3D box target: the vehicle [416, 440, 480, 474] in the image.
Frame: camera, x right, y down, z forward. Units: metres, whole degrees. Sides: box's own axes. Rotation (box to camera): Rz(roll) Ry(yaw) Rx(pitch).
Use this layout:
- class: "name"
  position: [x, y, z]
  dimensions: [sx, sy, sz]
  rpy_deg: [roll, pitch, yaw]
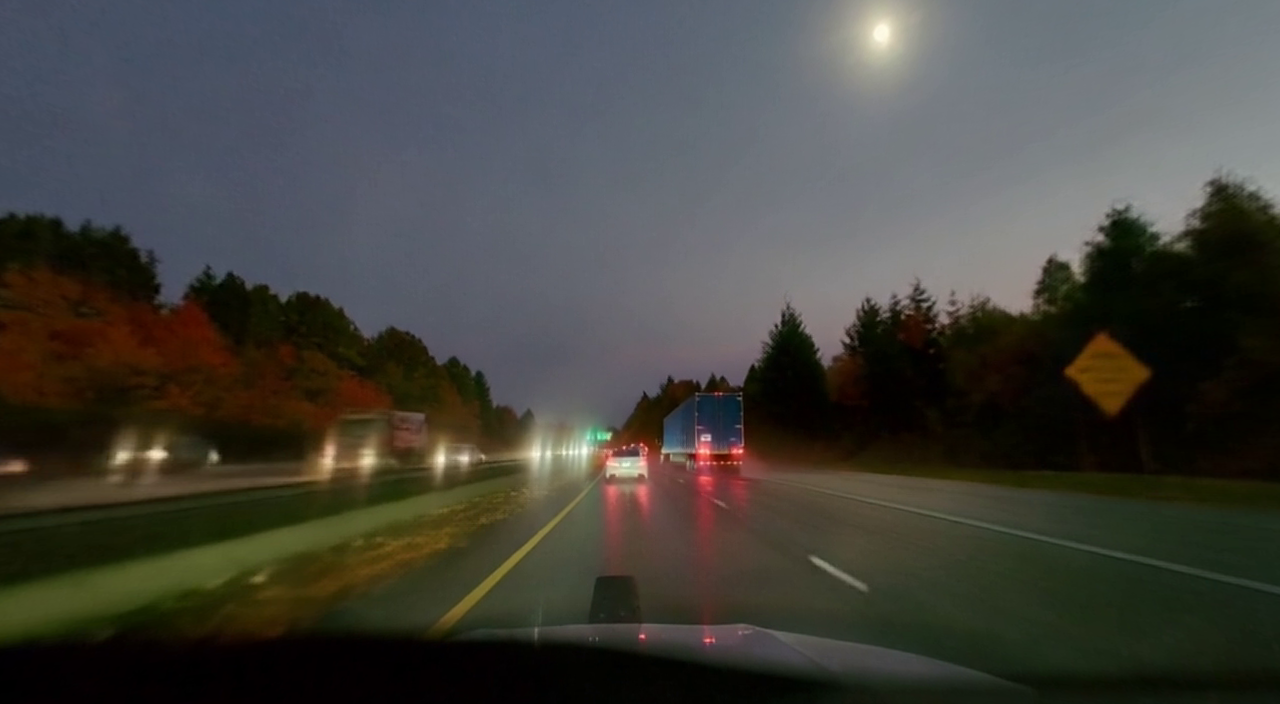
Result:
- class: "vehicle"
  position: [-9.453, 5.221, 31.271]
  dimensions: [1.878, 1.518, 4.377]
  rpy_deg: [0, -9, -1]

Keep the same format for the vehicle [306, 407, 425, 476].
- class: "vehicle"
  position: [-13.321, 4.494, 31.237]
  dimensions: [2.680, 2.986, 7.285]
  rpy_deg: [0, -9, -1]

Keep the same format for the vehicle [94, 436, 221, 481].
- class: "vehicle"
  position: [-19.238, 4.255, 25.269]
  dimensions: [1.917, 1.611, 4.188]
  rpy_deg: [0, -9, -3]

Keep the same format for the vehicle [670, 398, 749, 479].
- class: "vehicle"
  position: [3.811, 5.462, 38.542]
  dimensions: [2.900, 4.013, 14.455]
  rpy_deg: [0, -9, -1]

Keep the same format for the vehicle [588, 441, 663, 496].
- class: "vehicle"
  position: [-0.458, 3.597, 19.689]
  dimensions: [2.099, 1.506, 4.097]
  rpy_deg: [0, -9, -1]
